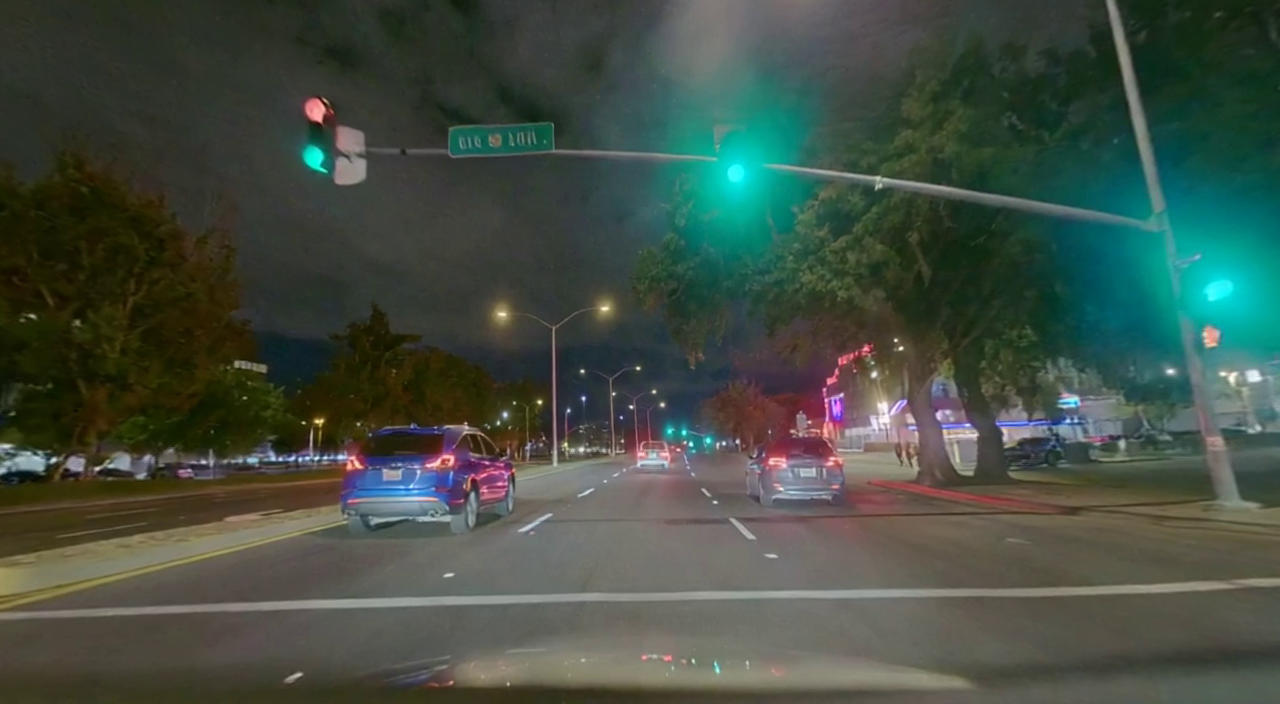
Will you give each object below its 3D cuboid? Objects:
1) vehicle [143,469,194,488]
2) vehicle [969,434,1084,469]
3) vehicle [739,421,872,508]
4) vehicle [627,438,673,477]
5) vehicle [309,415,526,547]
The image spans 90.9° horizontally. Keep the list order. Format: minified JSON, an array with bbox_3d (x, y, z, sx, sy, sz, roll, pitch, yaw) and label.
[{"bbox_3d":[-37.409,9.997,49.930,3.811,1.272,1.760,-5,-10,30],"label":"vehicle"},{"bbox_3d":[18.895,4.876,31.041,4.601,1.603,1.852,-5,-10,29],"label":"vehicle"},{"bbox_3d":[3.767,2.656,15.271,2.083,1.779,4.347,0,-8,1],"label":"vehicle"},{"bbox_3d":[0.546,5.049,30.376,2.067,1.702,3.987,0,-8,3],"label":"vehicle"},{"bbox_3d":[-3.517,2.124,11.064,2.047,1.810,4.414,0,-8,2],"label":"vehicle"}]
